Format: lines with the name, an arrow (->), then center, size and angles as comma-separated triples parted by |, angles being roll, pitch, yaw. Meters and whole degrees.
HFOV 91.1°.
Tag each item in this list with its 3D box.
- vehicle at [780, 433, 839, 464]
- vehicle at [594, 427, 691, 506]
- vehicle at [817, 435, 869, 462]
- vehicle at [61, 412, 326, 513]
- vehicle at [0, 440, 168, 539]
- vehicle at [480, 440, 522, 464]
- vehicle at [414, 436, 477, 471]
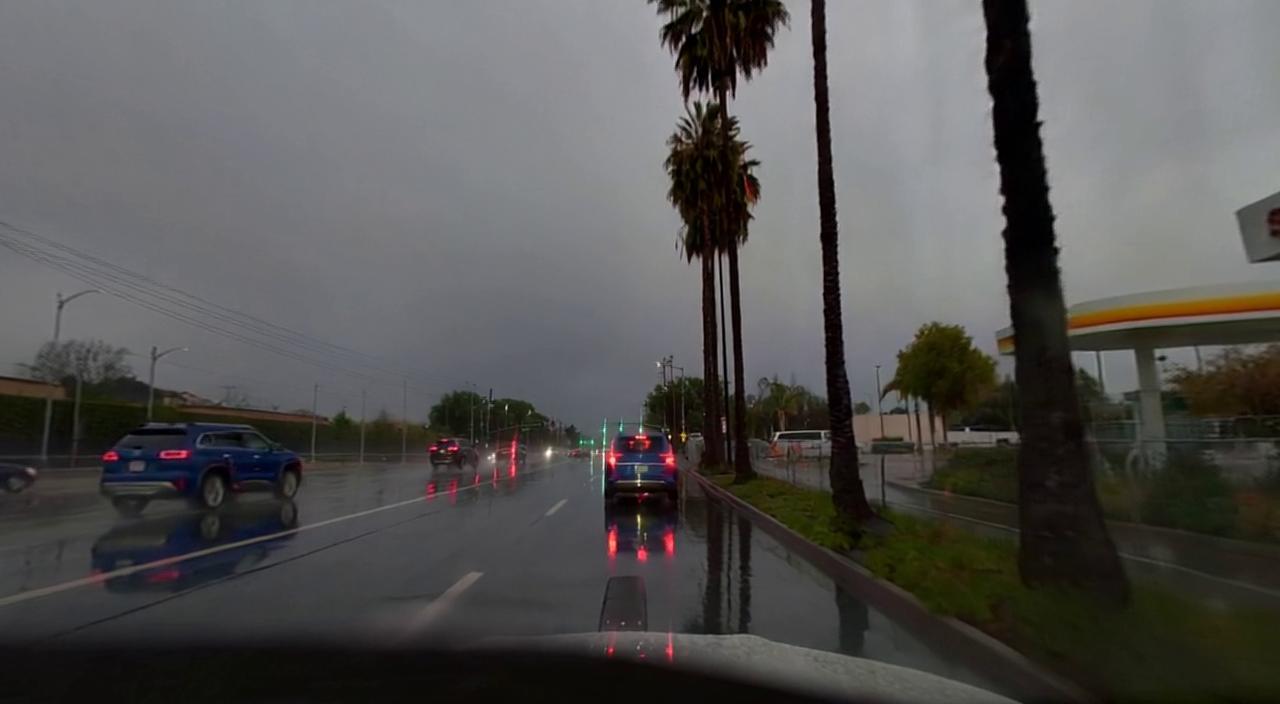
vehicle -> 8.268, 4.665, 30.409 | 1.837, 1.416, 3.947 | -4, -10, 28
vehicle -> 0.092, 2.797, 15.752 | 2.121, 1.710, 3.893 | 0, -8, 1
vehicle -> 12.066, 5.746, 37.571 | 1.681, 1.503, 3.781 | 0, -8, -3
vehicle -> -9.959, 2.530, 14.822 | 2.269, 1.934, 5.350 | 0, -8, 0
vehicle -> -10.005, 2.146, 10.191 | 1.924, 1.384, 3.426 | 0, -8, 1
vehicle -> -10.471, 7.570, 47.726 | 1.998, 1.731, 4.952 | 0, -8, 0
vehicle -> -10.562, 5.545, 34.417 | 1.965, 1.743, 4.327 | 0, -8, 1
